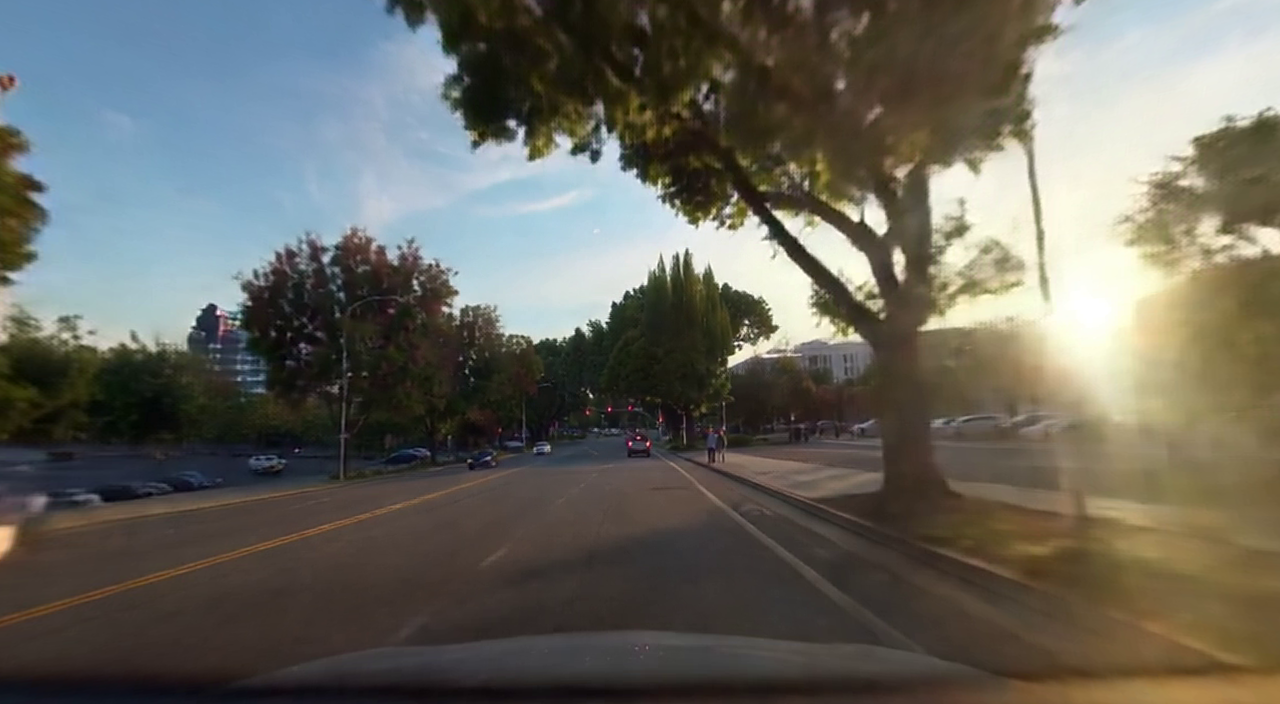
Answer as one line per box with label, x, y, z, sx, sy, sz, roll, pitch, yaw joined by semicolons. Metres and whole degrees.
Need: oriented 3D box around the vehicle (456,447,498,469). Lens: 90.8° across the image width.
vehicle;-12.063;7.848;47.037;2.011;1.475;4.536;0;-8;-1
